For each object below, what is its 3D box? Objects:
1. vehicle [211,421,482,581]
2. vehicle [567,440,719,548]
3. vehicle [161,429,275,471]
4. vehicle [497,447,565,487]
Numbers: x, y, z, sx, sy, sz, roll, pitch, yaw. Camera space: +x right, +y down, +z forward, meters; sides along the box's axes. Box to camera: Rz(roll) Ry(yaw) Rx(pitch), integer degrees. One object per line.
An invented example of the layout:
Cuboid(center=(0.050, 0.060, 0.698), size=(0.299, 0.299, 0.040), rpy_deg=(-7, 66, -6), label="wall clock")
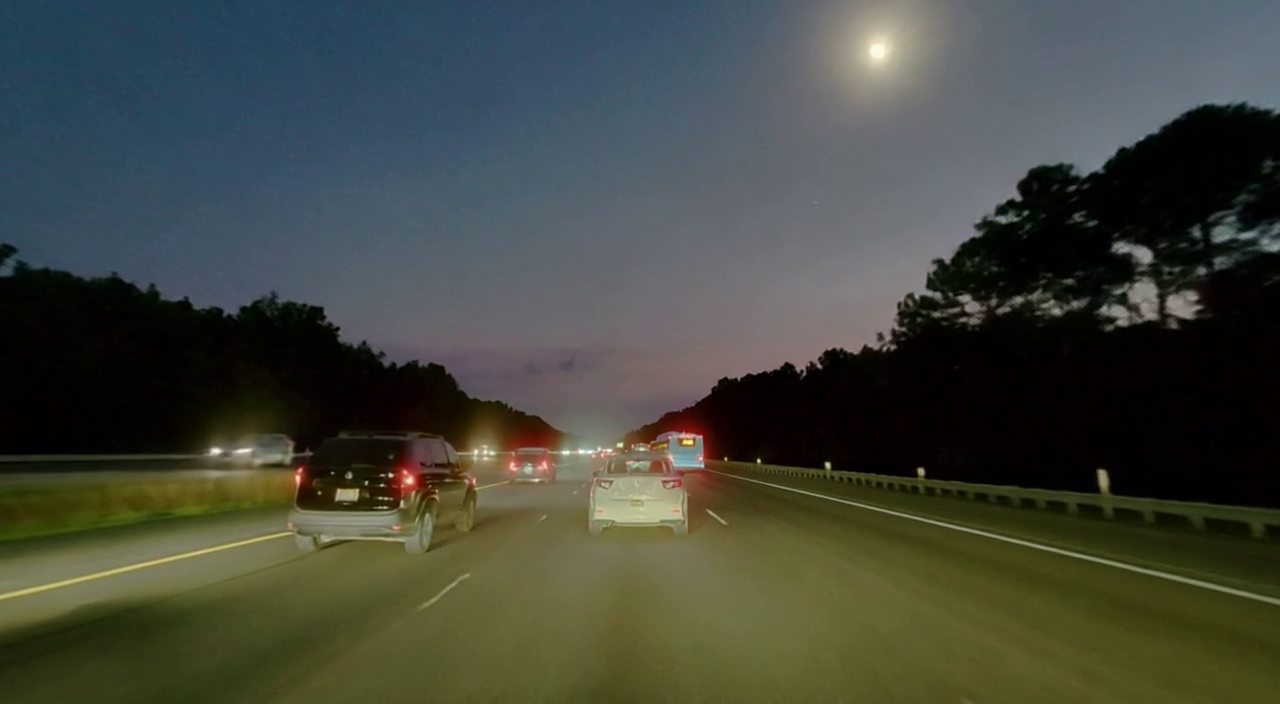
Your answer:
Cuboid(center=(-3.683, 1.927, 8.916), size=(1.830, 1.703, 4.142), rpy_deg=(0, -9, 0), label="vehicle")
Cuboid(center=(-0.024, 2.317, 10.955), size=(2.120, 1.478, 4.179), rpy_deg=(0, -9, -2), label="vehicle")
Cuboid(center=(-16.452, 3.858, 24.828), size=(1.860, 1.508, 3.854), rpy_deg=(0, -9, -2), label="vehicle")
Cuboid(center=(-4.369, 4.675, 25.902), size=(2.122, 1.491, 3.800), rpy_deg=(0, -9, 0), label="vehicle")
